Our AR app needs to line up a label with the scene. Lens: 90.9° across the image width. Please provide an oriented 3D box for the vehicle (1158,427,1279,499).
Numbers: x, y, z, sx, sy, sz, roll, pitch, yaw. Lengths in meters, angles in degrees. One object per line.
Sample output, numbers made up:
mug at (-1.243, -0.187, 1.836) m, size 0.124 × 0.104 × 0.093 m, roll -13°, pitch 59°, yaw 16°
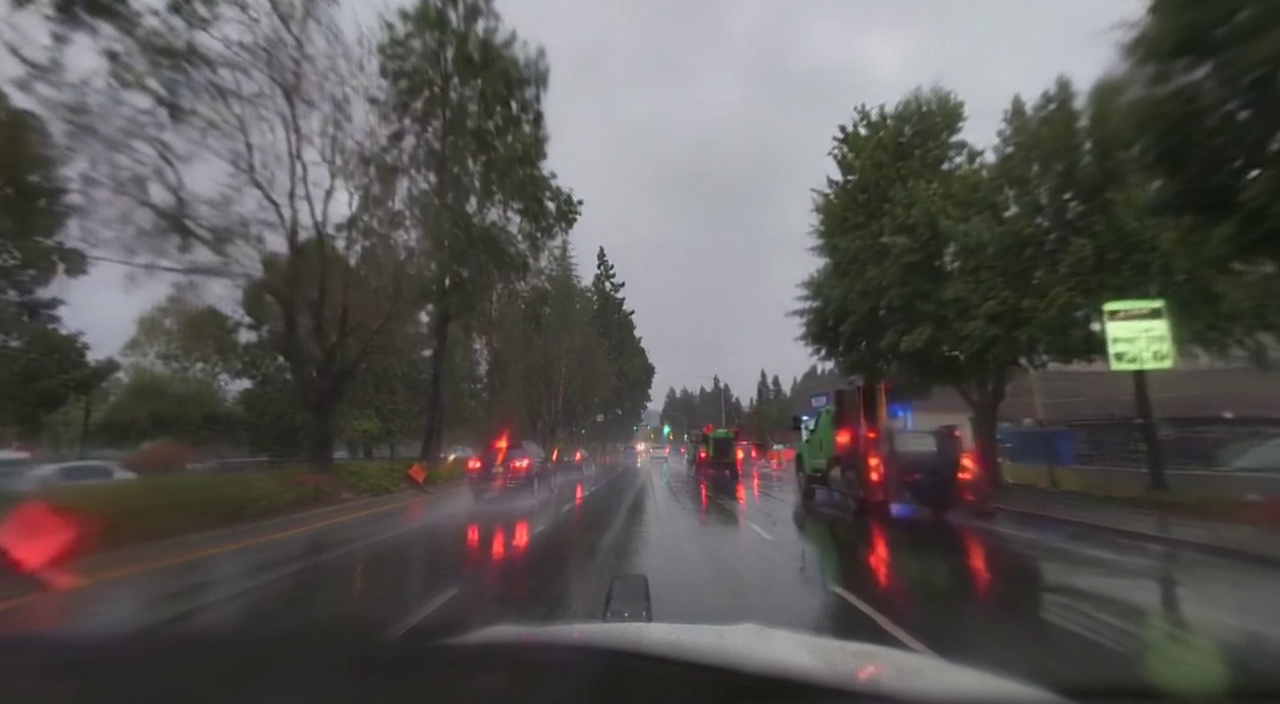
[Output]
vehicle at (14.016, 2.338, 13.323) m, size 1.969 × 1.457 × 4.719 m, roll 0°, pitch -8°, yaw -2°

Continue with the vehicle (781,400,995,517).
vehicle at (5.515, 2.552, 15.560) m, size 2.653 × 2.231 × 6.793 m, roll 0°, pitch -9°, yaw 1°

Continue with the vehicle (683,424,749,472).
vehicle at (4.253, 5.641, 37.134) m, size 2.760 × 2.465 × 7.936 m, roll 0°, pitch -9°, yaw -1°

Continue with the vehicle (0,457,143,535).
vehicle at (-14.324, 3.267, 14.639) m, size 1.826 × 1.553 × 4.293 m, roll -1°, pitch -9°, yaw 4°

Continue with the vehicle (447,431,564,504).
vehicle at (-3.400, 3.024, 16.916) m, size 2.038 × 1.682 × 4.399 m, roll 0°, pitch -9°, yaw 1°
